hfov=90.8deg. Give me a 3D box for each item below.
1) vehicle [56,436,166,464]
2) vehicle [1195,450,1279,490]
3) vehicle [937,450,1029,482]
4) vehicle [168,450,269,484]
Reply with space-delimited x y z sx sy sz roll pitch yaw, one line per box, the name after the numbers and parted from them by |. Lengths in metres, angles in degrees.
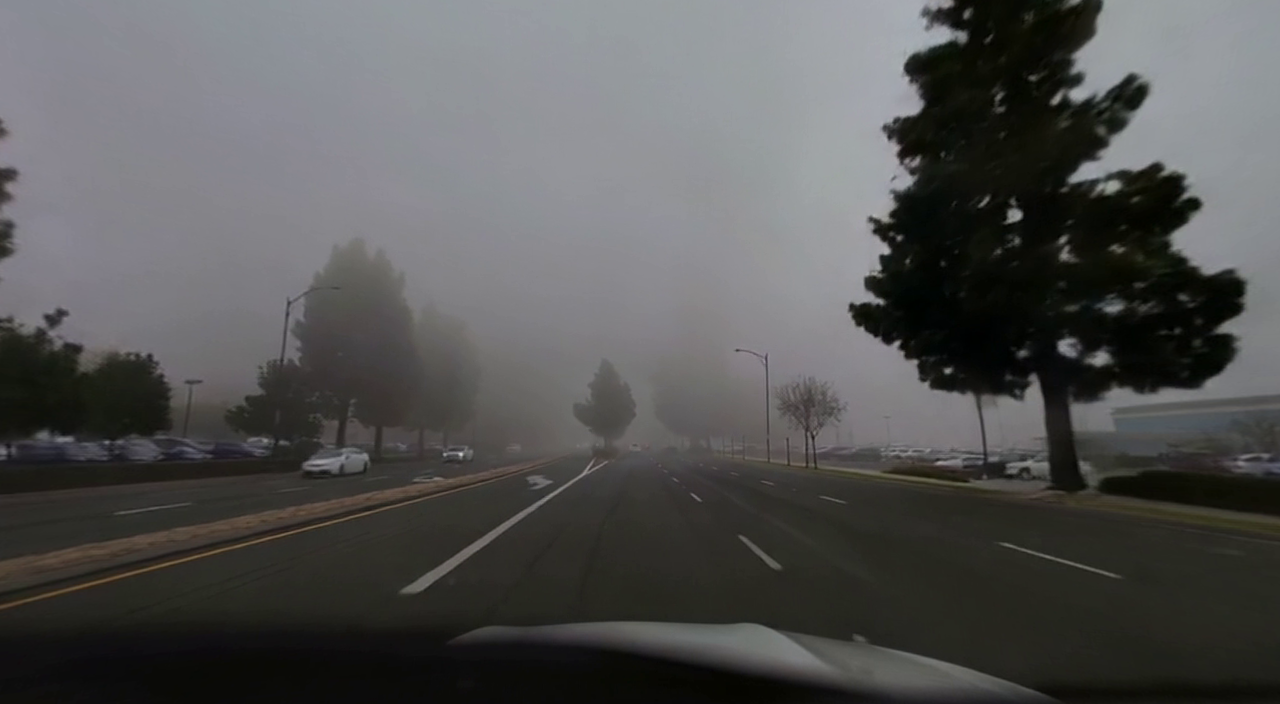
-32.283 6.046 38.686 1.883 1.596 4.676 -7 -12 34 | vehicle
32.525 6.106 32.908 4.886 1.888 2.122 -3 -11 2 | vehicle
20.602 6.788 37.978 4.573 1.747 2.191 -6 -10 34 | vehicle
-19.846 5.415 30.018 1.787 1.437 4.414 0 -8 -1 | vehicle
